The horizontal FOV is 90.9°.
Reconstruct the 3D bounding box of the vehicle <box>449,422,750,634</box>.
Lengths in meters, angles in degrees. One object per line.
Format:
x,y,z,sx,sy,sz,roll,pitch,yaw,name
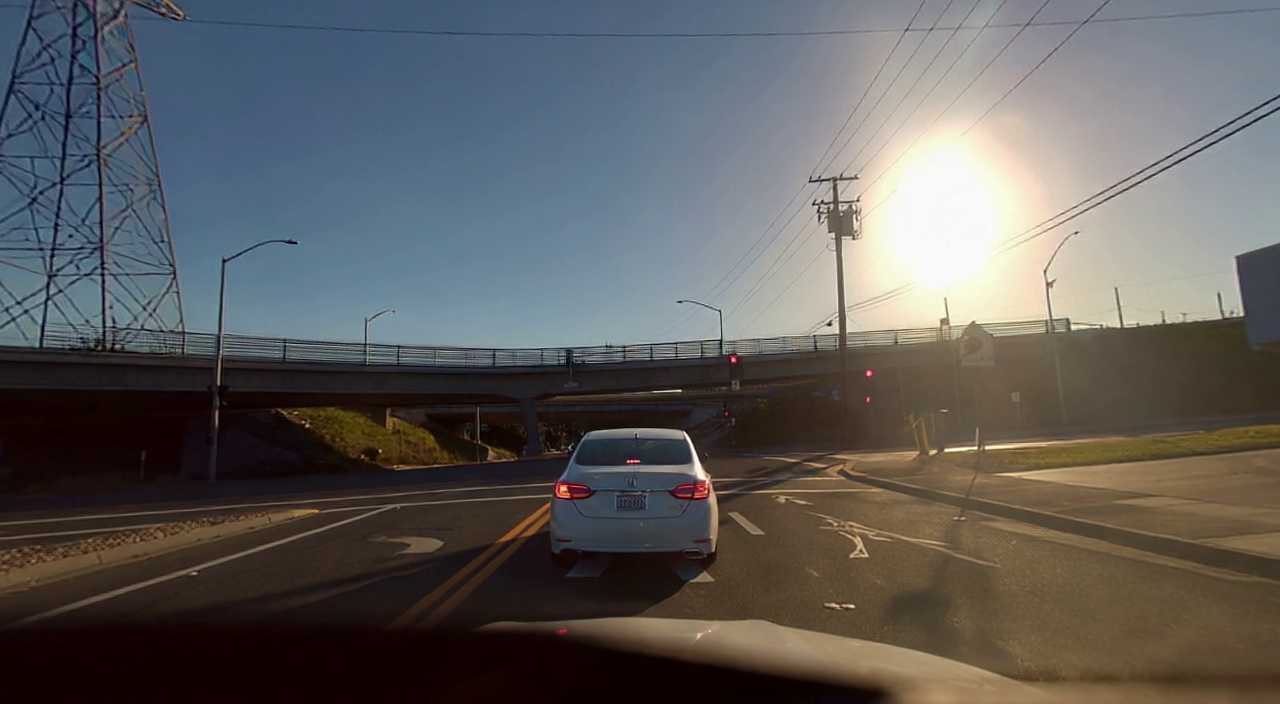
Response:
-0.245,1.533,6.468,2.090,1.458,4.033,-1,-9,1,vehicle
